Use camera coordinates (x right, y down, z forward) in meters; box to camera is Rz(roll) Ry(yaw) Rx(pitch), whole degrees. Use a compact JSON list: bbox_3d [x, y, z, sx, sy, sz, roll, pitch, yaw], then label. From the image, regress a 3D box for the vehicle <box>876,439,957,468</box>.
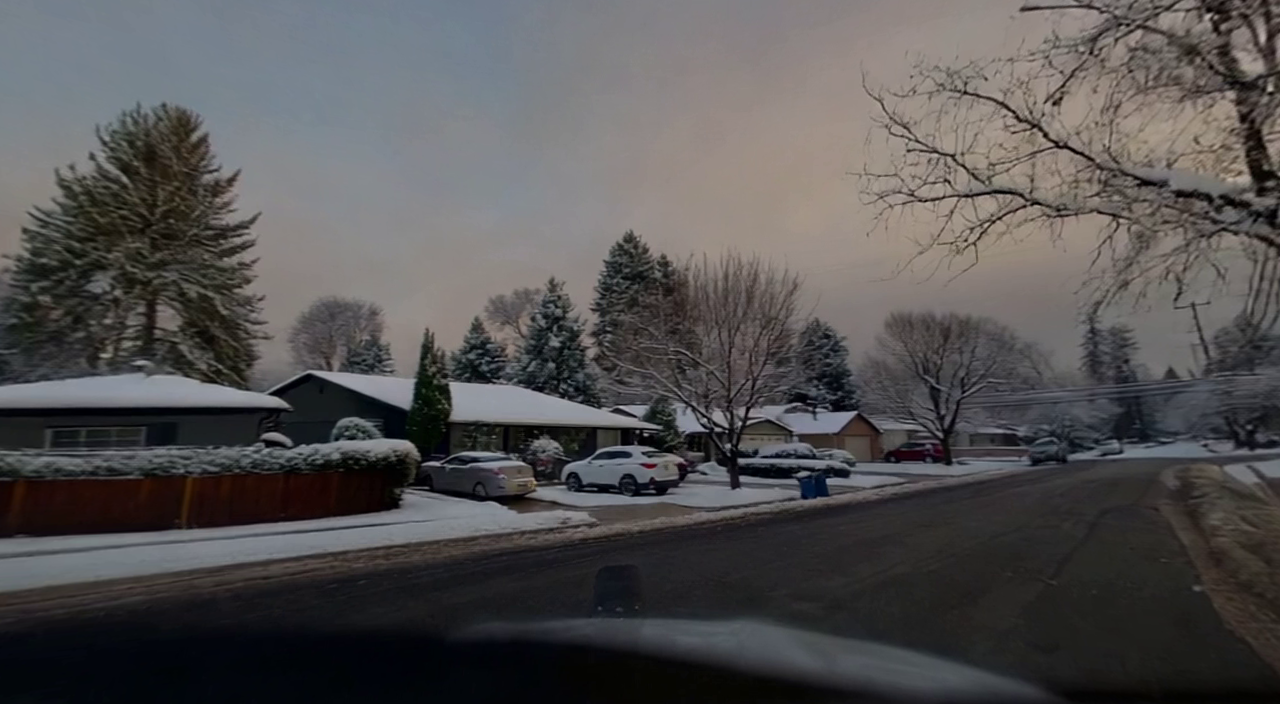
[{"bbox_3d":[20.616,7.574,47.258,5.033,1.997,2.126,-7,-11,39],"label":"vehicle"}]
